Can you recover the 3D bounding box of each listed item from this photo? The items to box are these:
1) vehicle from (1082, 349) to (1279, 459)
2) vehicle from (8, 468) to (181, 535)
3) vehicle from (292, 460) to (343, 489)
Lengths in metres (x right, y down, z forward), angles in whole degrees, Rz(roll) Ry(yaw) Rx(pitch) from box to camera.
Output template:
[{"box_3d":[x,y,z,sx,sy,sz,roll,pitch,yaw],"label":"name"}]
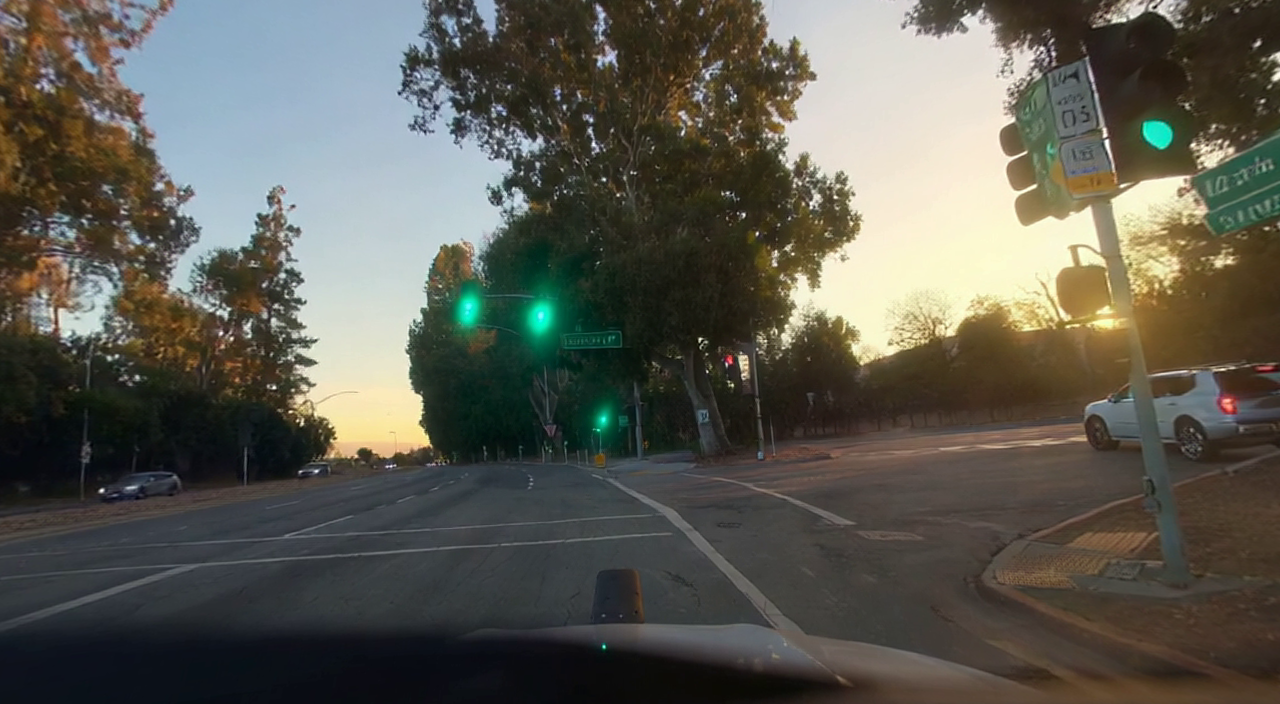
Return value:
[{"box_3d":[10.646,1.084,11.784,1.855,1.669,4.529,-2,-9,6],"label":"vehicle"},{"box_3d":[-17.021,4.623,20.089,2.078,1.486,4.629,-4,-8,-11],"label":"vehicle"},{"box_3d":[-21.082,7.991,41.474,1.986,1.492,4.332,-3,-8,-13],"label":"vehicle"}]
